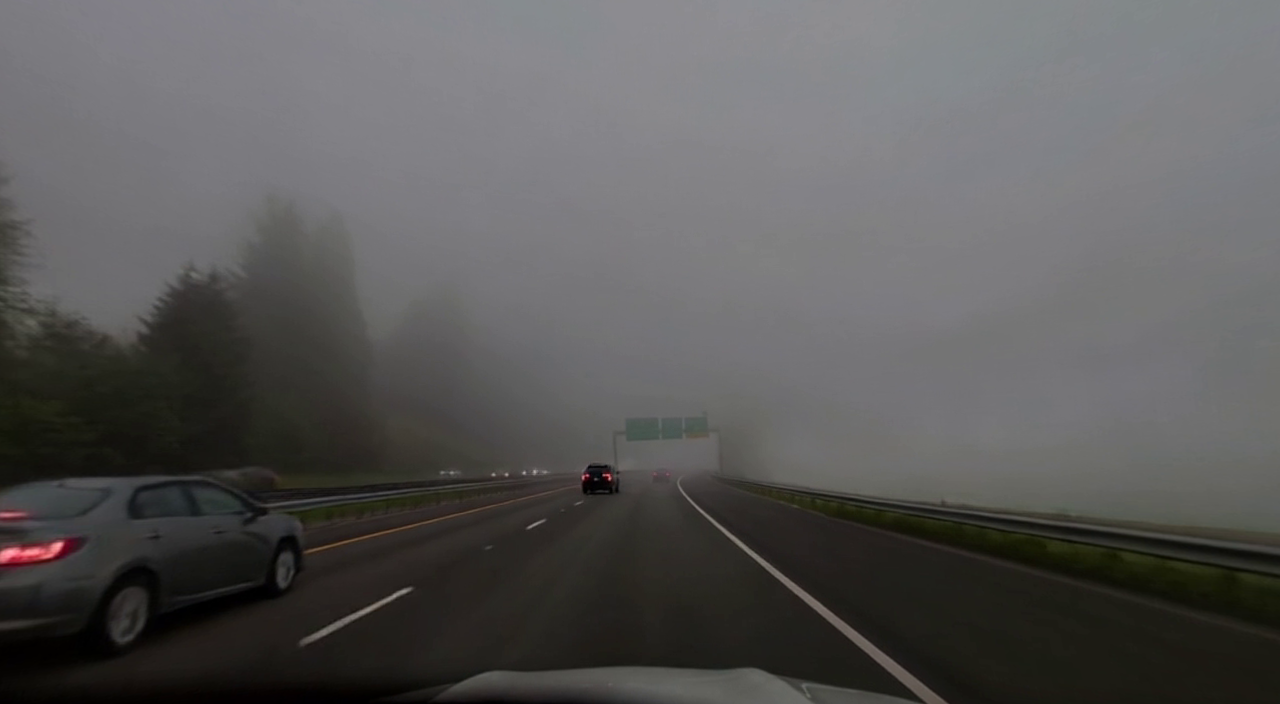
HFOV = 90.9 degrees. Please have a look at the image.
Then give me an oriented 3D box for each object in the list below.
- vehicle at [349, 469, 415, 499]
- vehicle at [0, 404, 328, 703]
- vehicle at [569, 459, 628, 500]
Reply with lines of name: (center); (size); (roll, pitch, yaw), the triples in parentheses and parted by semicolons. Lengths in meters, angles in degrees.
vehicle: (-13.873, 7.112, 34.146); (1.793, 1.426, 3.955); (1, -10, 2)
vehicle: (-4.094, 1.135, 3.651); (2.063, 1.556, 4.740); (1, -10, 1)
vehicle: (-1.706, 5.551, 27.551); (2.000, 1.594, 3.996); (0, -10, 4)
